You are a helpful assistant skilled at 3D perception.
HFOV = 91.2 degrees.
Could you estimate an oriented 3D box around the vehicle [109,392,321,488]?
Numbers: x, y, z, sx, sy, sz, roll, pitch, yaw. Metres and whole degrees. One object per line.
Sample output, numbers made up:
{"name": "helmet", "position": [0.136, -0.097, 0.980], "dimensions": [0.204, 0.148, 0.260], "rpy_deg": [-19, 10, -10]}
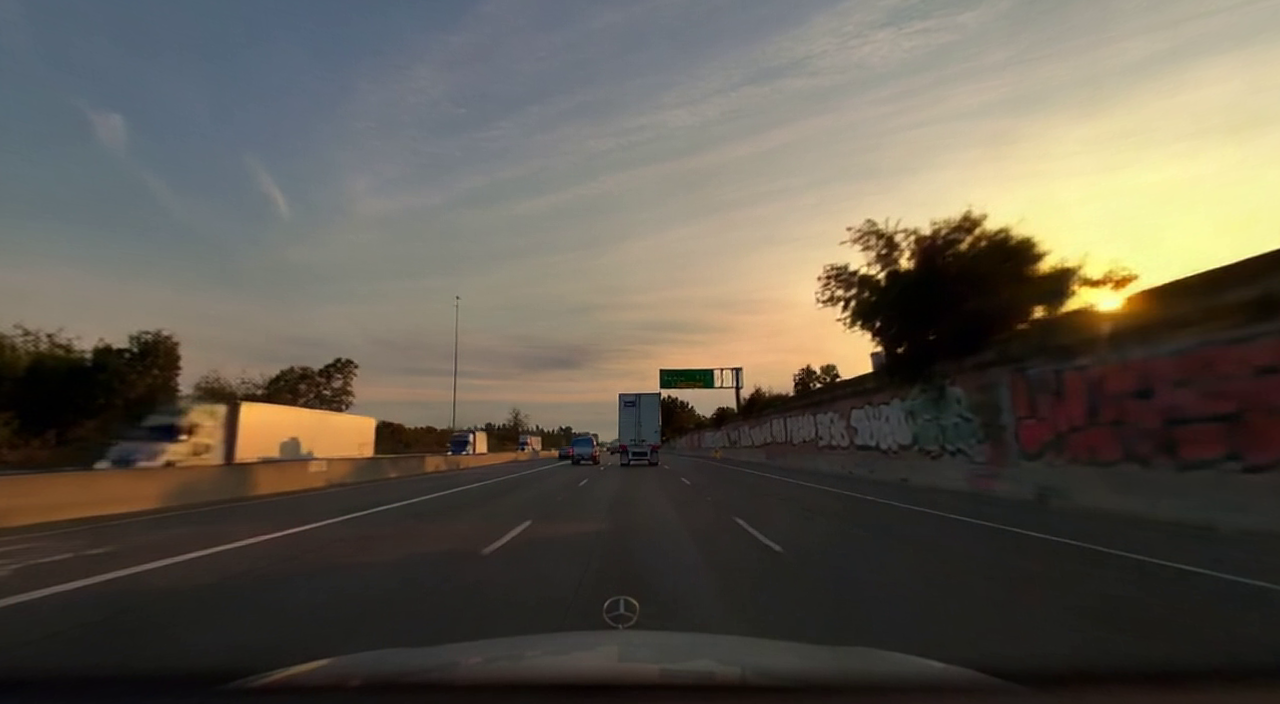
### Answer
{"name": "vehicle", "position": [-19.294, 4.249, 29.764], "dimensions": [2.945, 3.740, 10.133], "rpy_deg": [0, -9, 0]}

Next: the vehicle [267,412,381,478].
{"name": "vehicle", "position": [-19.467, 5.859, 39.419], "dimensions": [2.845, 3.649, 8.180], "rpy_deg": [0, -9, 0]}

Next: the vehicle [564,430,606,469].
{"name": "vehicle", "position": [-3.525, 6.415, 41.234], "dimensions": [2.278, 2.369, 5.249], "rpy_deg": [0, -9, 1]}

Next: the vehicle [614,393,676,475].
{"name": "vehicle", "position": [0.169, 4.895, 36.532], "dimensions": [3.042, 4.023, 10.832], "rpy_deg": [0, -9, -1]}
